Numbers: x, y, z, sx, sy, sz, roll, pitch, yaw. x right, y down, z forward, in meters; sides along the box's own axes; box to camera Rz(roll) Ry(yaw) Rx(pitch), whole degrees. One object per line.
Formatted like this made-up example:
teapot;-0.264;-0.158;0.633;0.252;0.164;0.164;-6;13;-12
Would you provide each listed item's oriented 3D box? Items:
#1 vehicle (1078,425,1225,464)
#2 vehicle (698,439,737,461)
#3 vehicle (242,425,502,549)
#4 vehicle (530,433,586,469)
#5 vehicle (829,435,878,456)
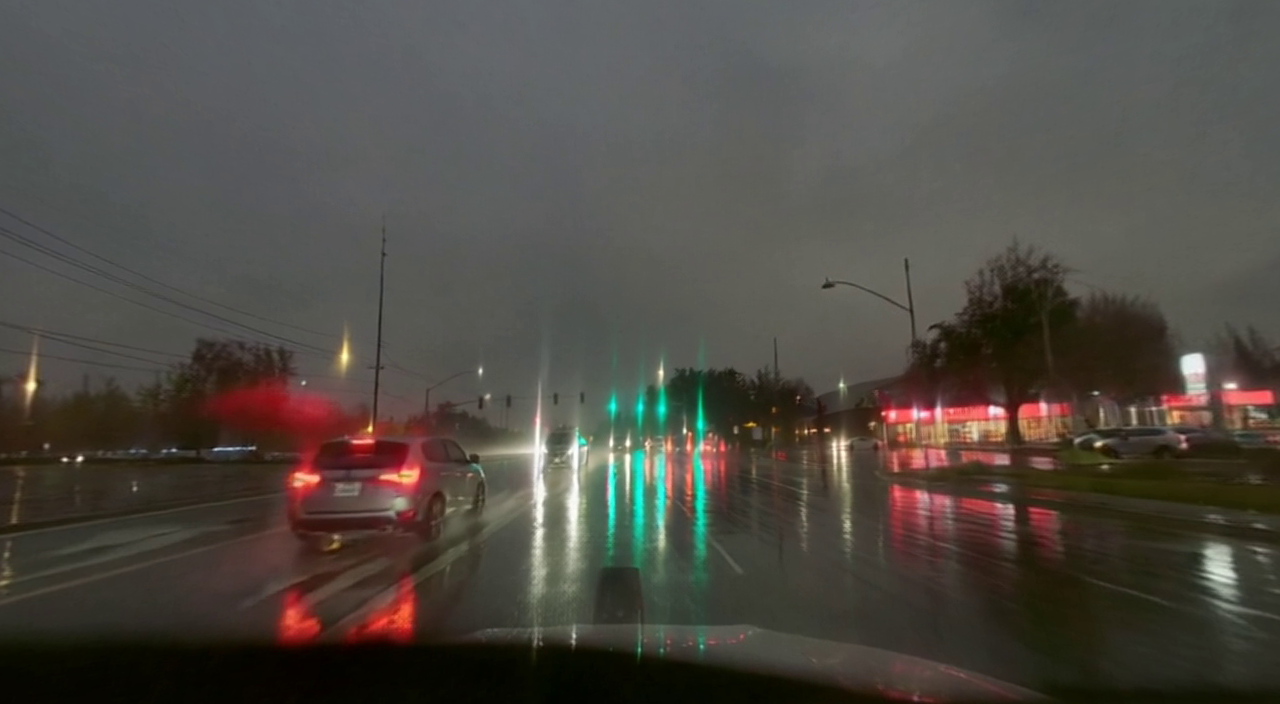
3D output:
vehicle;23.585;4.325;29.385;4.824;1.693;1.984;-4;-9;21
vehicle;5.298;6.762;43.806;2.017;1.453;4.497;0;-8;-1
vehicle;-3.771;1.982;10.033;2.097;1.497;4.571;0;-8;1
vehicle;-3.981;4.875;31.355;2.143;1.643;4.336;0;-8;0
vehicle;15.744;6.925;46.817;1.819;1.457;4.680;0;-8;-3
